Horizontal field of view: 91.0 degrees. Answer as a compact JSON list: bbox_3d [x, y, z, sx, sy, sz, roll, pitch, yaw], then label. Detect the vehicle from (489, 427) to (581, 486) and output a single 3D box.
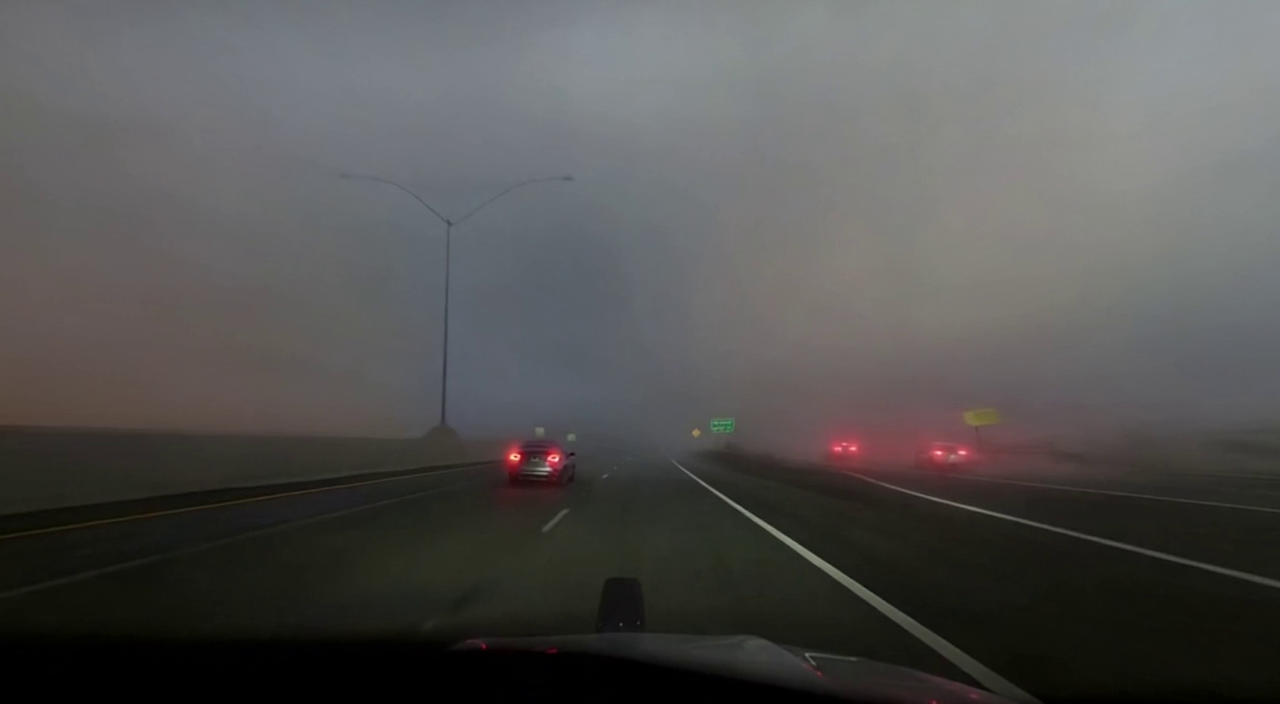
[{"bbox_3d":[-3.343,3.465,21.081,2.203,1.734,4.600,0,-9,1],"label":"vehicle"}]
